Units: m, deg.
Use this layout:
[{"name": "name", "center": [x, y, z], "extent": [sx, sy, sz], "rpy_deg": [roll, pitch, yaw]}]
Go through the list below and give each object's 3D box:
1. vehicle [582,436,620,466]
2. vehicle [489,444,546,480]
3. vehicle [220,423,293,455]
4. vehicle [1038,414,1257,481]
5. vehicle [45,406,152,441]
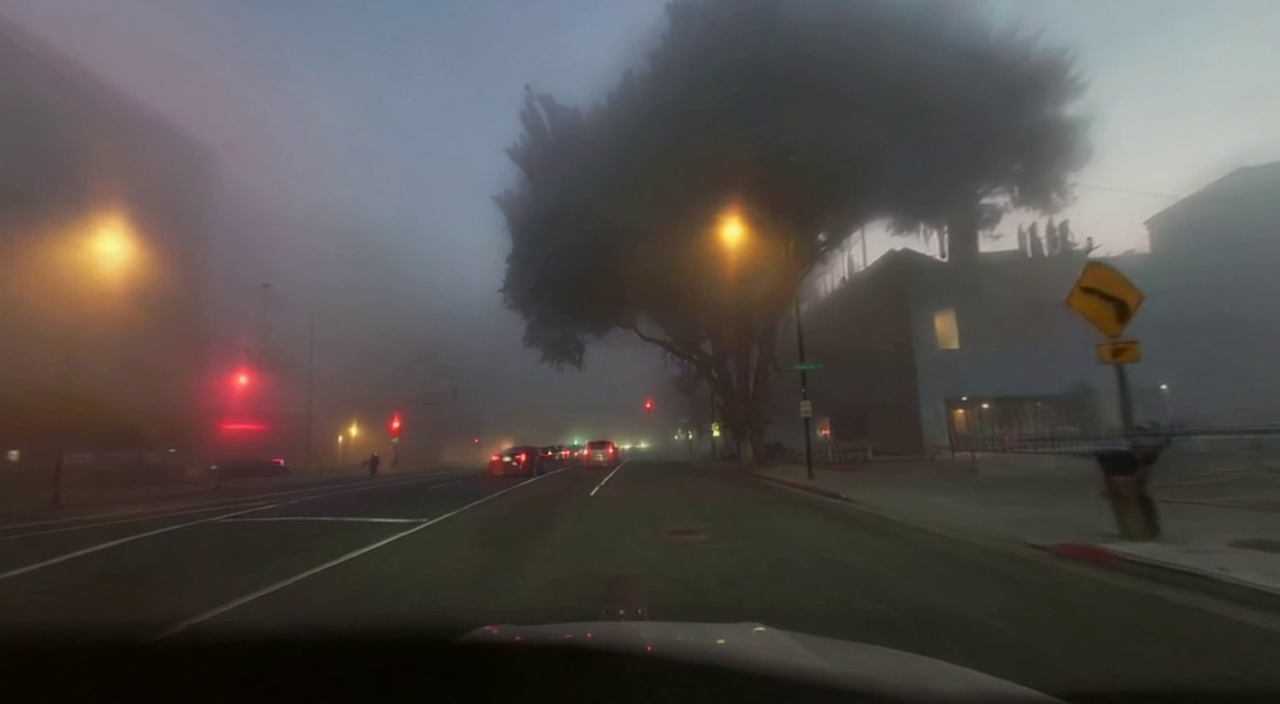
[{"name": "vehicle", "center": [-2.841, 7.433, 47.618], "extent": [2.496, 2.155, 5.468], "rpy_deg": [0, -8, 0]}, {"name": "vehicle", "center": [-5.646, 5.090, 29.468], "extent": [1.889, 1.572, 3.599], "rpy_deg": [0, -8, 1]}, {"name": "vehicle", "center": [-25.266, 5.745, 41.721], "extent": [3.572, 2.012, 1.872], "rpy_deg": [-1, -8, -1]}, {"name": "vehicle", "center": [14.843, 2.850, 18.735], "extent": [4.562, 1.648, 2.028], "rpy_deg": [-3, -9, 3]}, {"name": "vehicle", "center": [-25.658, 3.420, 30.024], "extent": [3.556, 1.611, 1.623], "rpy_deg": [0, -8, 2]}]
